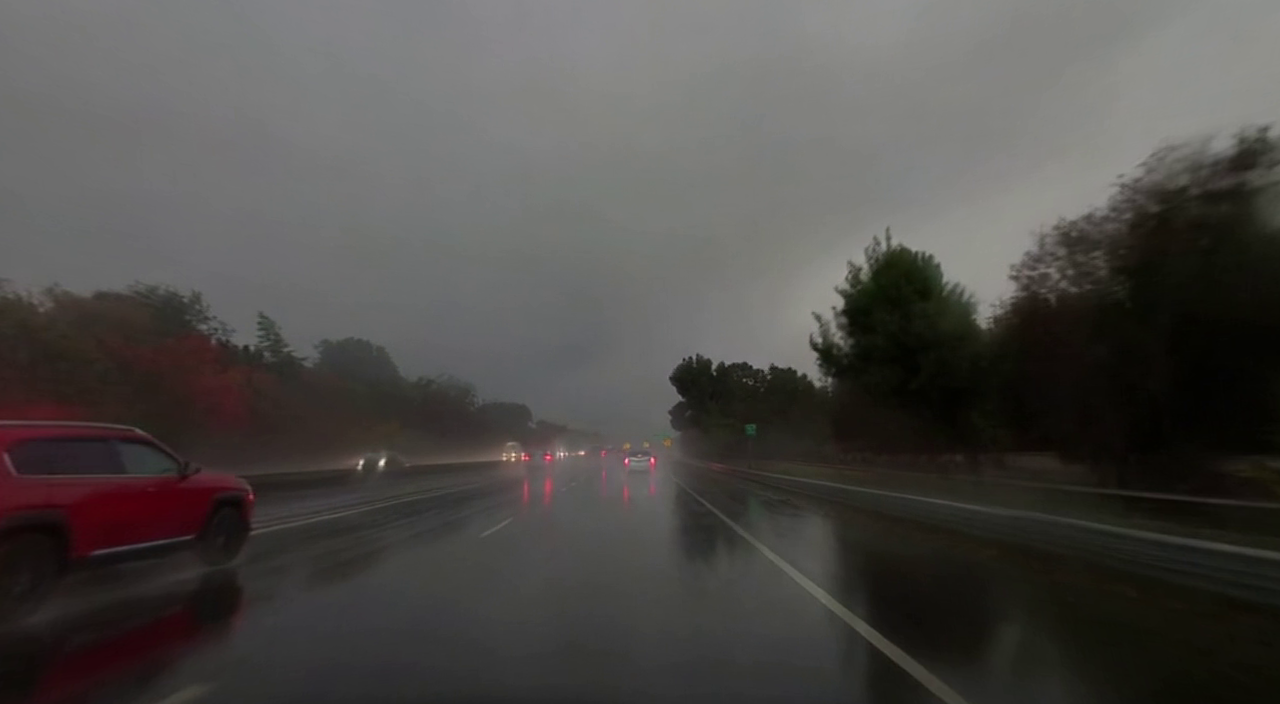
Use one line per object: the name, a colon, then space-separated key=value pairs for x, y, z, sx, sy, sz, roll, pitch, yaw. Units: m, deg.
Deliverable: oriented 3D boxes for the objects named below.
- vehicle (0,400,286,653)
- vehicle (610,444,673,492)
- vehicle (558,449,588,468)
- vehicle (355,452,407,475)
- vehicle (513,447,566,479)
vehicle: x=-5.177 y=1.307 z=5.174 sx=2.058 sy=1.626 sz=4.118 roll=0 pitch=-9 yaw=1
vehicle: x=0.049 y=3.885 z=21.370 sx=1.940 sy=1.451 sz=3.512 roll=0 pitch=-9 yaw=0
vehicle: x=-5.056 y=8.078 z=47.813 sx=1.814 sy=1.417 sz=3.860 roll=0 pitch=-9 yaw=1
vehicle: x=-17.448 y=7.491 z=42.526 sx=1.895 sy=1.435 sz=3.589 roll=0 pitch=-9 yaw=1
vehicle: x=-4.937 y=5.490 z=31.407 sx=1.892 sy=1.481 sz=4.180 roll=0 pitch=-9 yaw=1
